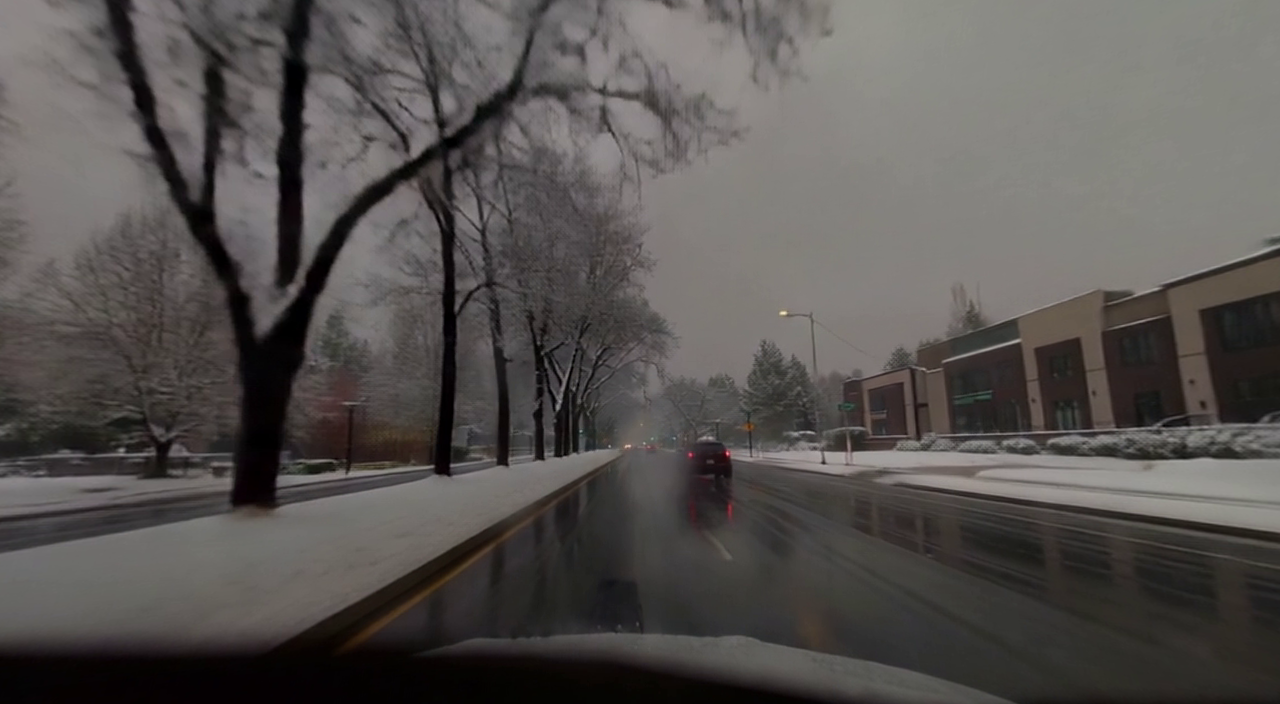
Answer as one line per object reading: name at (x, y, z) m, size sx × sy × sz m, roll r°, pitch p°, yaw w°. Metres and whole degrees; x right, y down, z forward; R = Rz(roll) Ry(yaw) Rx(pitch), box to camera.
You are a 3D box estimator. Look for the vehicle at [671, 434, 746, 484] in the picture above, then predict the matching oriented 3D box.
vehicle at (2.523, 4.097, 24.502) m, size 2.240 × 1.740 × 4.605 m, roll 0°, pitch -8°, yaw -2°
